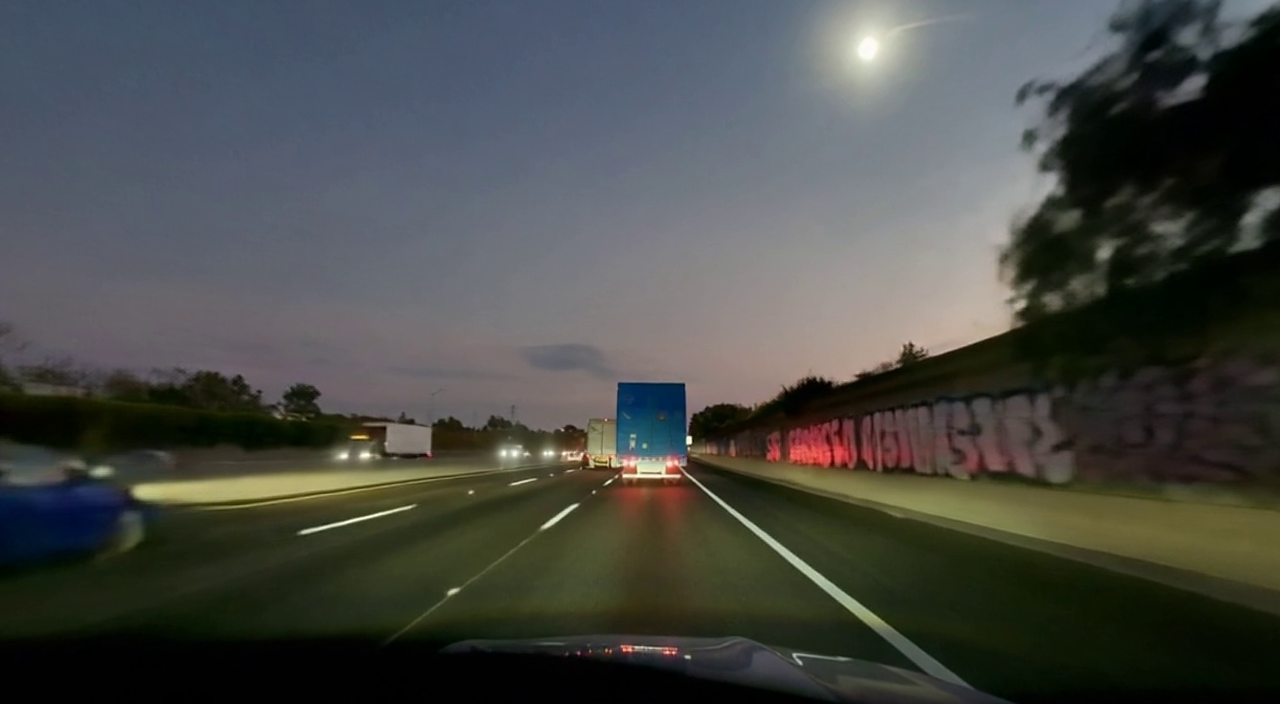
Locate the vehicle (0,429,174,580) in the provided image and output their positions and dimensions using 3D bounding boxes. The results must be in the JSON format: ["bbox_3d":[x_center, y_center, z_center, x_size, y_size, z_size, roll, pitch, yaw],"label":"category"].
[{"bbox_3d":[-7.560,1.543,6.317,1.998,1.529,4.850,0,-9,1],"label":"vehicle"}]

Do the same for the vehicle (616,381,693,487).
[{"bbox_3d":[0.607,3.993,29.958,2.997,4.069,10.871,0,-9,1],"label":"vehicle"}]
